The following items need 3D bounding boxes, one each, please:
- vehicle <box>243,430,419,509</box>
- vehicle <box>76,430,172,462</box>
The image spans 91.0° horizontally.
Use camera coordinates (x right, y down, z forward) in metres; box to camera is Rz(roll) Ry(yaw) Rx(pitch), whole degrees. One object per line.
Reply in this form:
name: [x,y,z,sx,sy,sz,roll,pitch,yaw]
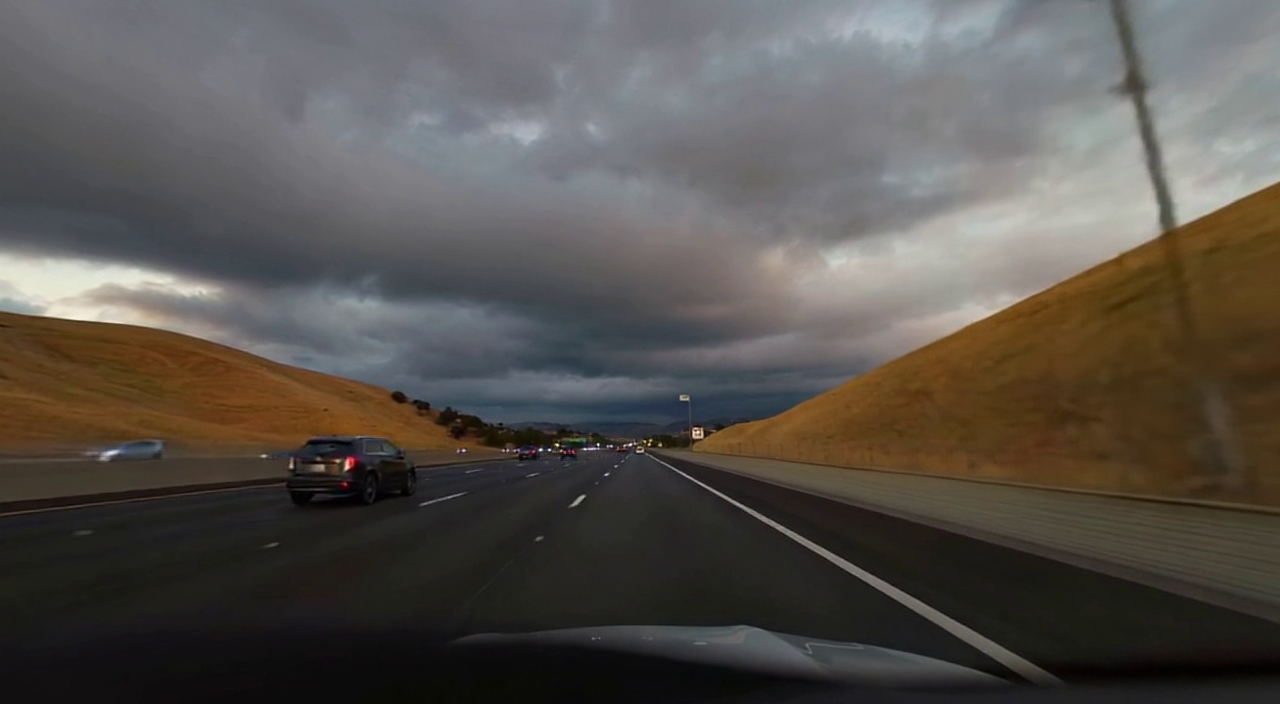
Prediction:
vehicle: [-7.159,2.769,15.242,2.045,1.624,4.338,0,-9,0]
vehicle: [-38.579,7.096,47.349,2.408,2.235,5.708,0,-9,-1]
